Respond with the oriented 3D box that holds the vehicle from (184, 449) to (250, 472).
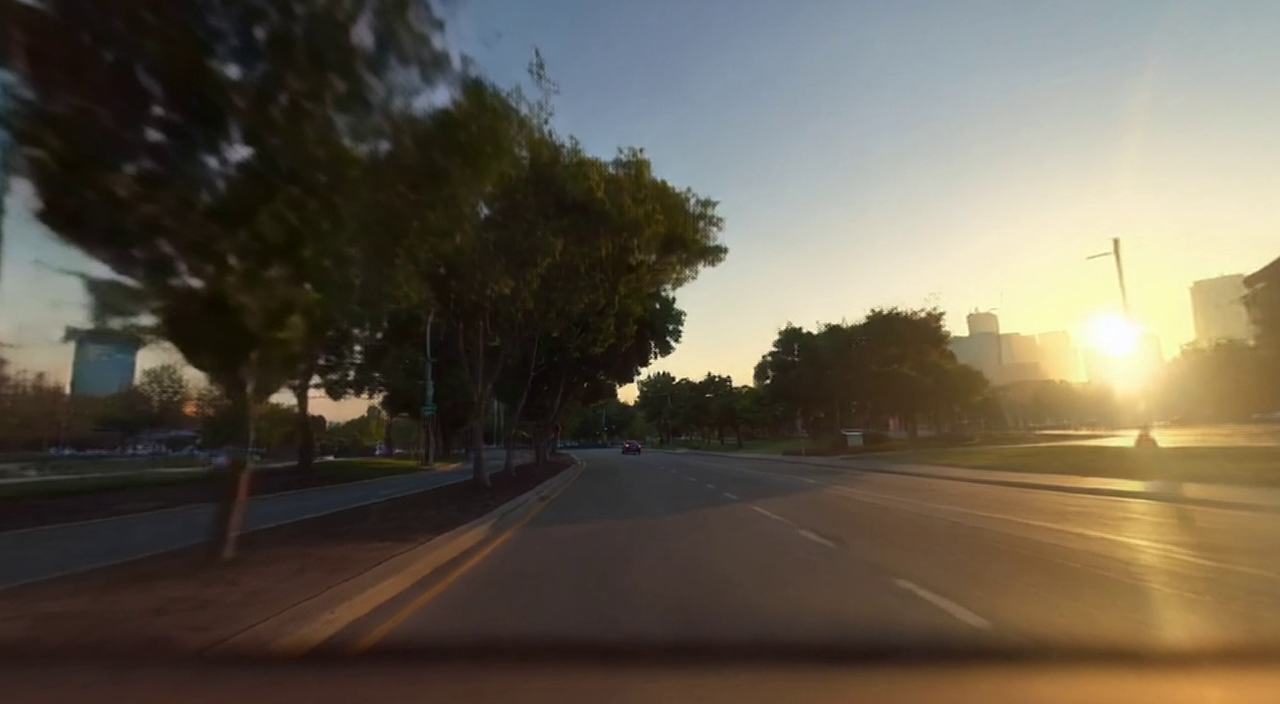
[{"bbox_3d":[-29.467,7.519,44.184,1.863,1.468,4.560,1,-8,-6],"label":"vehicle"}]
